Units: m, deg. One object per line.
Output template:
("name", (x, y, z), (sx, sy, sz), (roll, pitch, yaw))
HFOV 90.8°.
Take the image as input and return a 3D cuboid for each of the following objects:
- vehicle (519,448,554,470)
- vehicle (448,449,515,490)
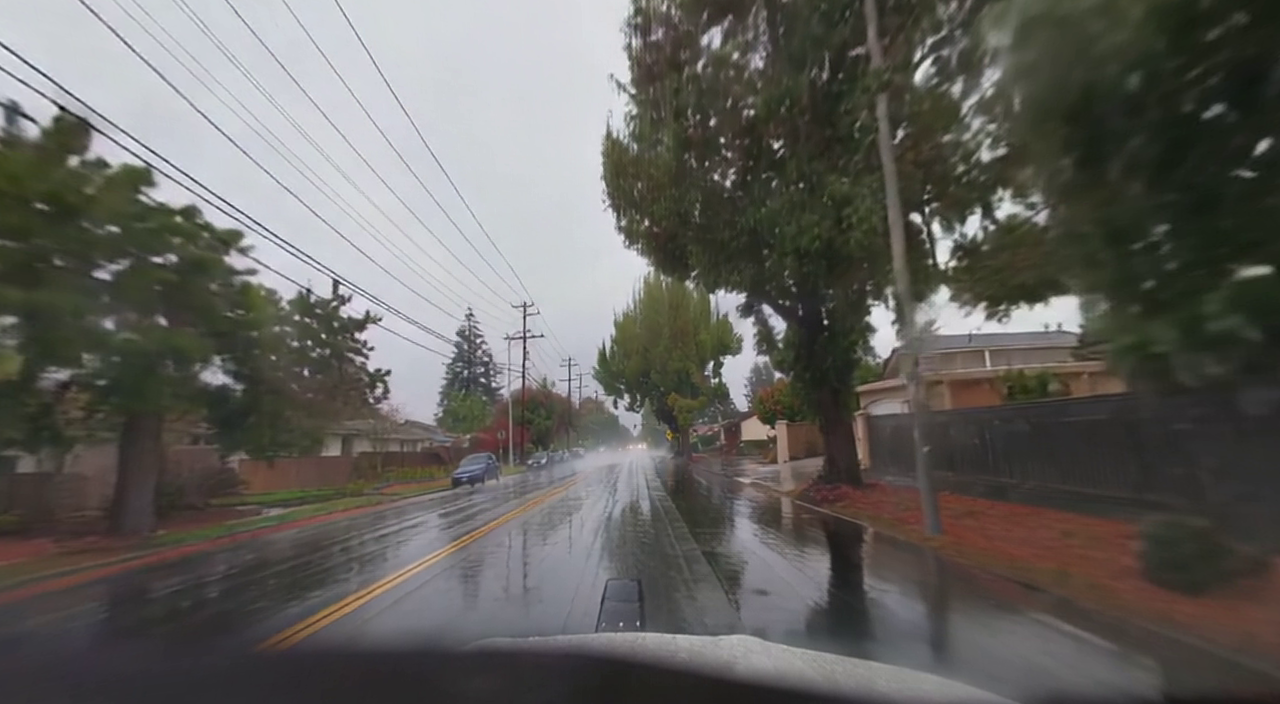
("vehicle", (-7.746, 8.015, 47.449), (1.949, 1.512, 3.818), (0, -8, 0))
("vehicle", (-7.261, 5.390, 29.382), (1.869, 1.442, 4.344), (-9, -8, -1))
